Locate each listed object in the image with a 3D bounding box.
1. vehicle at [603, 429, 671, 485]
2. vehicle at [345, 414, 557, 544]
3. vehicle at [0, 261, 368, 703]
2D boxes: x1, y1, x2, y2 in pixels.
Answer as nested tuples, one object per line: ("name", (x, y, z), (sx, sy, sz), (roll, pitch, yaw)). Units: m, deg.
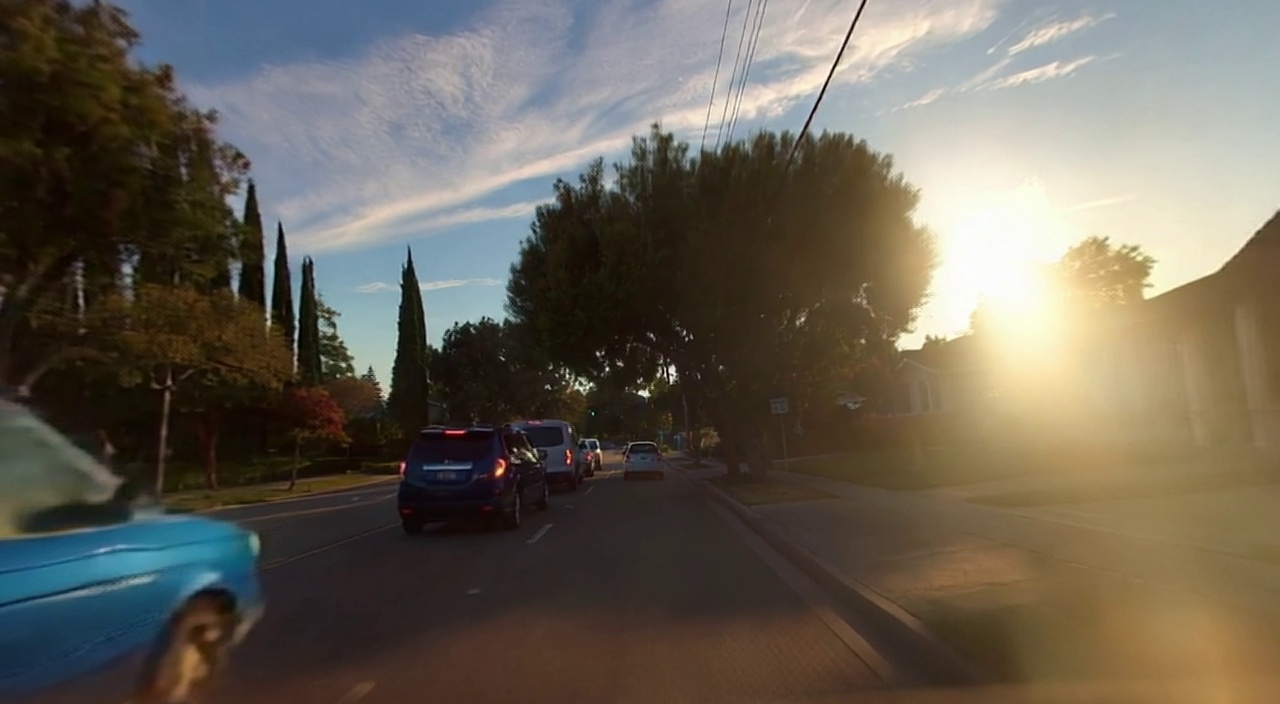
("vehicle", (-0.088, 3.587, 21.695), (2.120, 1.718, 3.909), (0, -9, 0))
("vehicle", (-2.804, 2.016, 10.590), (2.105, 1.709, 4.251), (0, -9, 2))
("vehicle", (-2.646, 0.638, 1.317), (2.157, 1.765, 4.303), (0, -9, 1))
